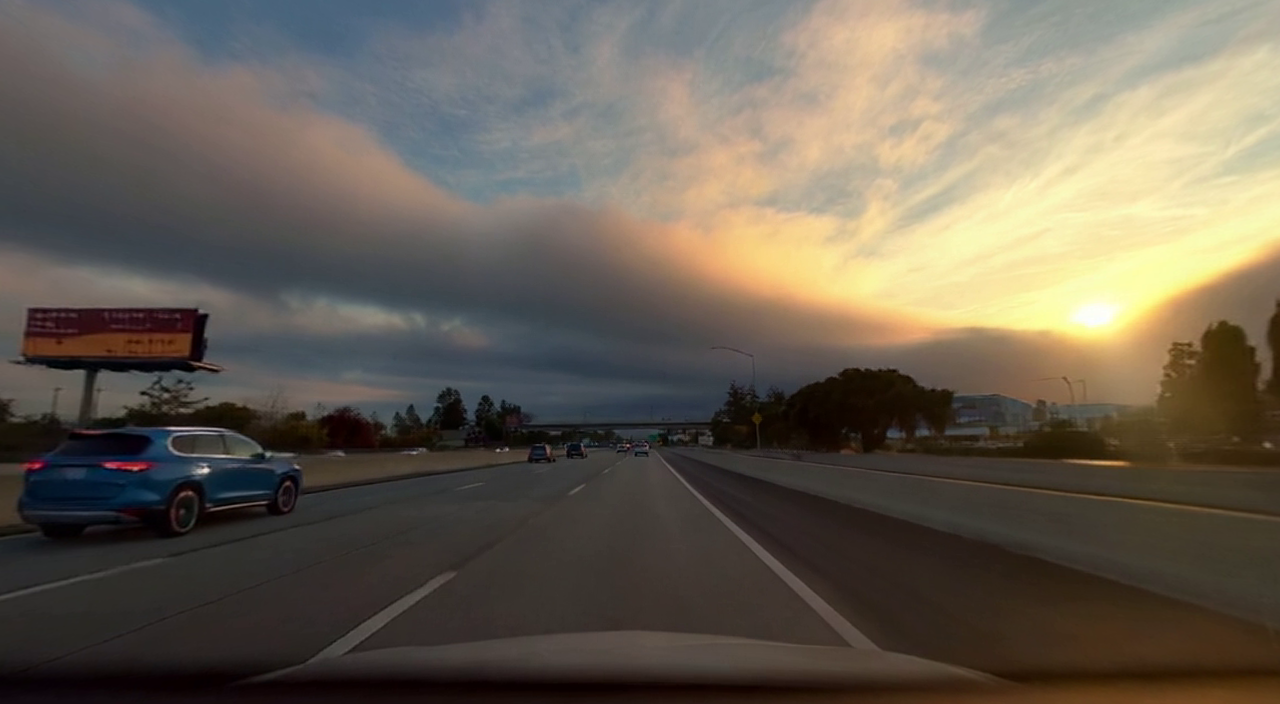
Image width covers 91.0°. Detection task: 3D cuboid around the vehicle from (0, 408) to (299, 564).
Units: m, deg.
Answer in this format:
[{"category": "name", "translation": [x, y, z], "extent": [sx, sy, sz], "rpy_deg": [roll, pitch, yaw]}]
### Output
[{"category": "vehicle", "translation": [-7.465, 1.818, 9.329], "extent": [2.055, 1.683, 4.804], "rpy_deg": [0, -9, 1]}]

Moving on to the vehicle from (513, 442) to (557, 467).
[{"category": "vehicle", "translation": [-6.876, 6.774, 41.713], "extent": [2.008, 1.520, 4.731], "rpy_deg": [0, -9, 1]}]
